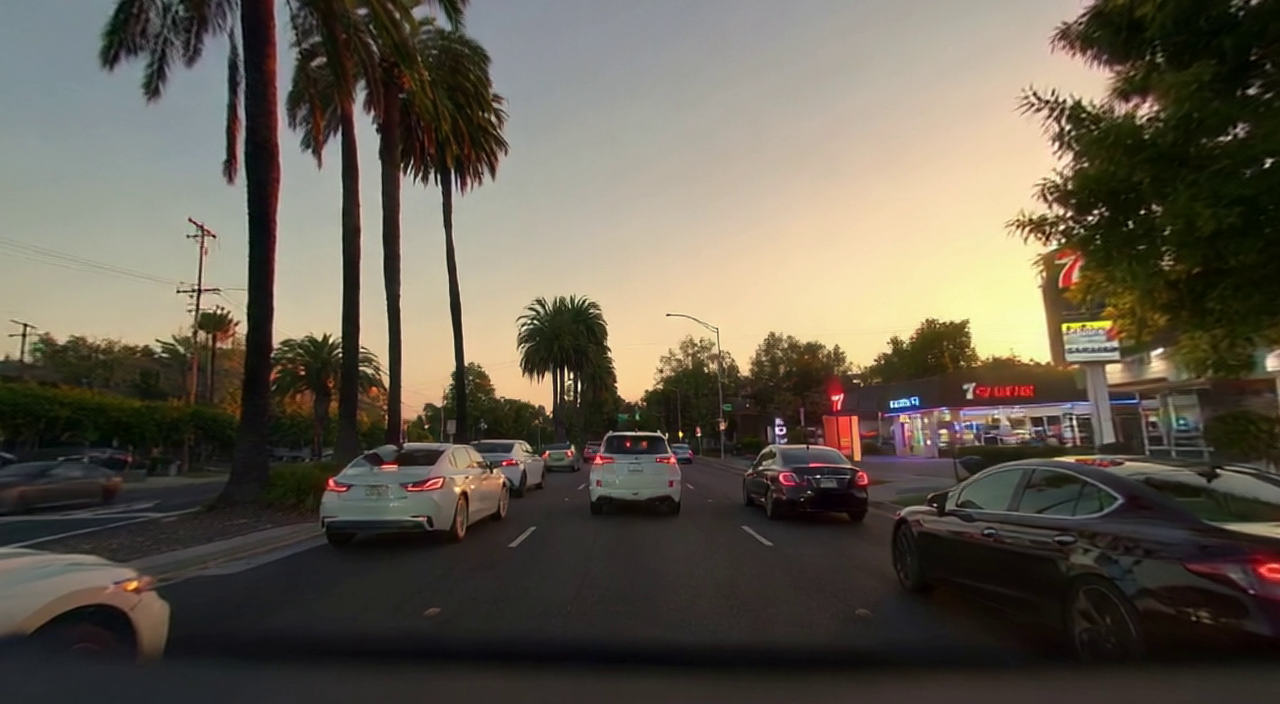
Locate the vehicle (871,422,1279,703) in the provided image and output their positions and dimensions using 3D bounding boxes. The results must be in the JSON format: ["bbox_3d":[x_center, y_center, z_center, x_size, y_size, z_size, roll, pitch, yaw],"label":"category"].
[{"bbox_3d":[3.585,1.350,4.878,1.867,1.448,4.436,0,-8,0],"label":"vehicle"}]

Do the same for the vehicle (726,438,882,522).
[{"bbox_3d":[3.272,2.631,13.633,1.977,1.480,4.589,0,-8,-2],"label":"vehicle"}]

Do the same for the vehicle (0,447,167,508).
[{"bbox_3d":[-16.166,3.480,18.008,1.813,1.480,4.486,0,-8,-1],"label":"vehicle"}]

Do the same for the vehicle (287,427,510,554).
[{"bbox_3d":[-3.328,1.970,9.708,1.864,1.505,4.202,0,-8,-2],"label":"vehicle"}]

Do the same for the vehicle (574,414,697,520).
[{"bbox_3d":[-0.114,2.346,13.307,2.164,1.867,4.254,0,-8,-1],"label":"vehicle"}]
